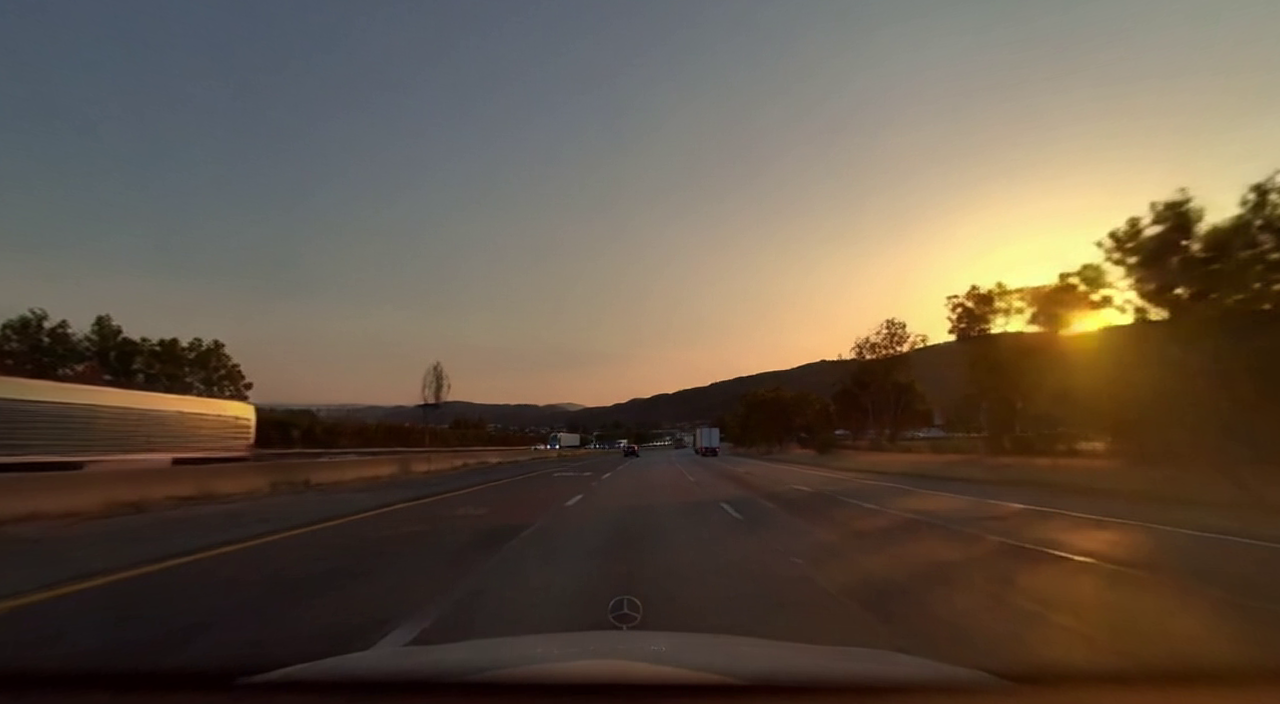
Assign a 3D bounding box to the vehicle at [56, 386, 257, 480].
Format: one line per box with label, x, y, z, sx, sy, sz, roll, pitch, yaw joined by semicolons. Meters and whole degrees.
vehicle;-24.180;4.251;32.486;2.835;4.106;9.021;0;-8;2
